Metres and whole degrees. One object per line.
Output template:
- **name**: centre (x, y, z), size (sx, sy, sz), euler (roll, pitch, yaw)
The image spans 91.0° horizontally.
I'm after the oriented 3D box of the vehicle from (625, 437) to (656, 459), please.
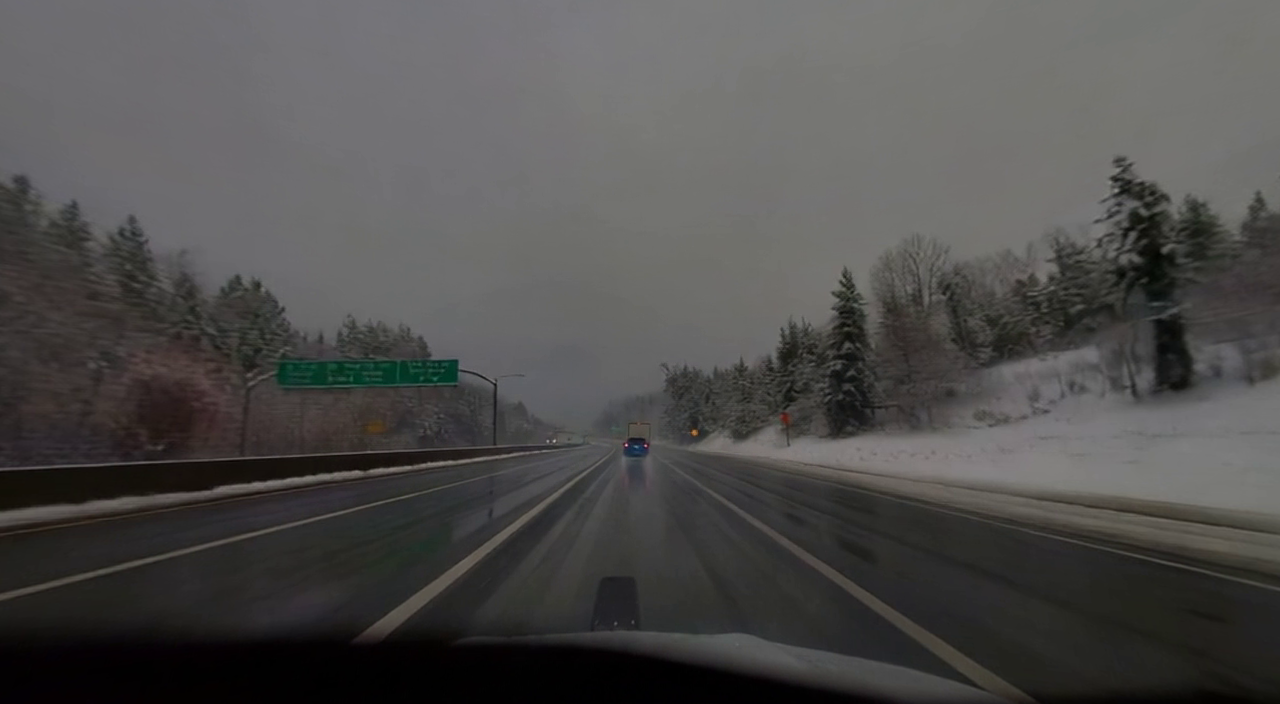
- **vehicle**: centre (-0.020, 6.478, 42.591), size (2.028, 1.440, 3.690), euler (0, -8, -1)
